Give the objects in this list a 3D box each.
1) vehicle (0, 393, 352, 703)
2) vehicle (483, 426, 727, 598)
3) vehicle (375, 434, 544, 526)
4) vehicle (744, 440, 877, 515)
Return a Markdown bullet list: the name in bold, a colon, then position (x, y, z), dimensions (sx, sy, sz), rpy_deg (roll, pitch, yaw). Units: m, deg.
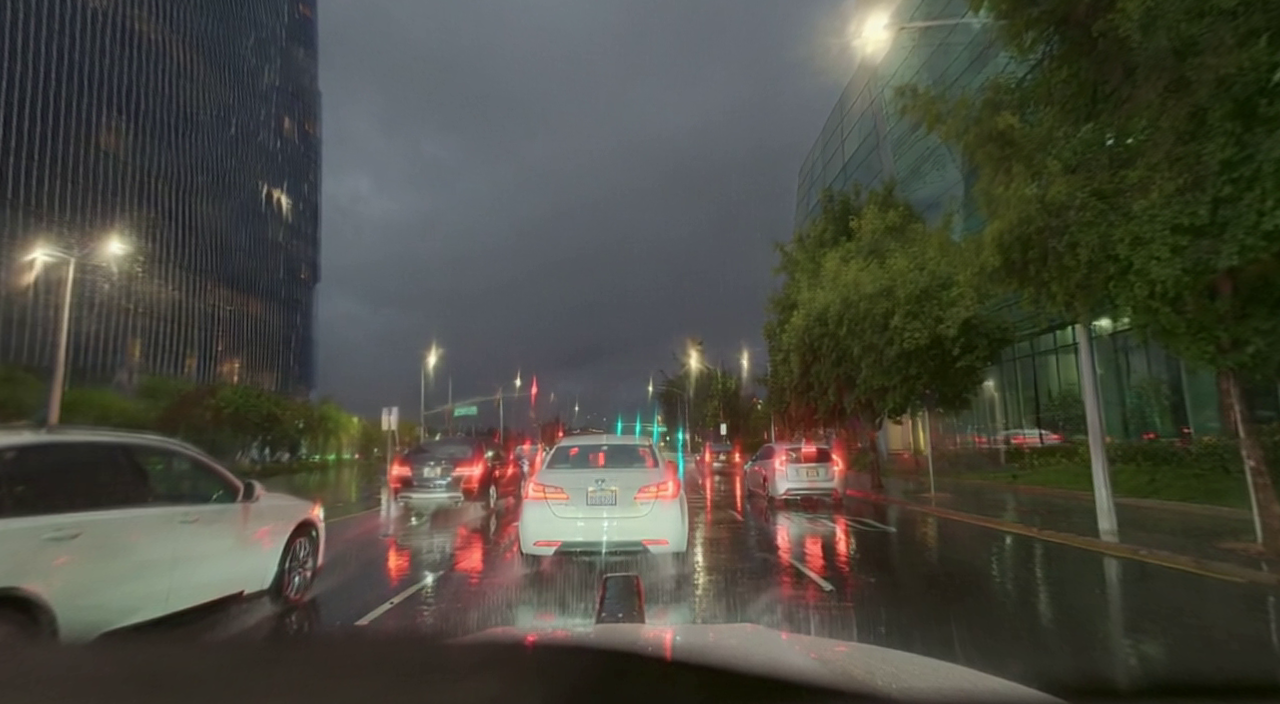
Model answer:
- **vehicle**: position (-3.550, 1.076, 3.508), dimensions (1.933, 1.520, 4.195), rpy_deg (0, -9, -1)
- **vehicle**: position (-0.254, 1.752, 7.867), dimensions (2.174, 1.509, 4.374), rpy_deg (0, -9, 2)
- **vehicle**: position (-3.331, 2.462, 12.718), dimensions (2.044, 1.508, 4.479), rpy_deg (0, -9, 1)
- **vehicle**: position (3.853, 2.896, 15.083), dimensions (1.940, 1.514, 4.187), rpy_deg (0, -9, -1)
